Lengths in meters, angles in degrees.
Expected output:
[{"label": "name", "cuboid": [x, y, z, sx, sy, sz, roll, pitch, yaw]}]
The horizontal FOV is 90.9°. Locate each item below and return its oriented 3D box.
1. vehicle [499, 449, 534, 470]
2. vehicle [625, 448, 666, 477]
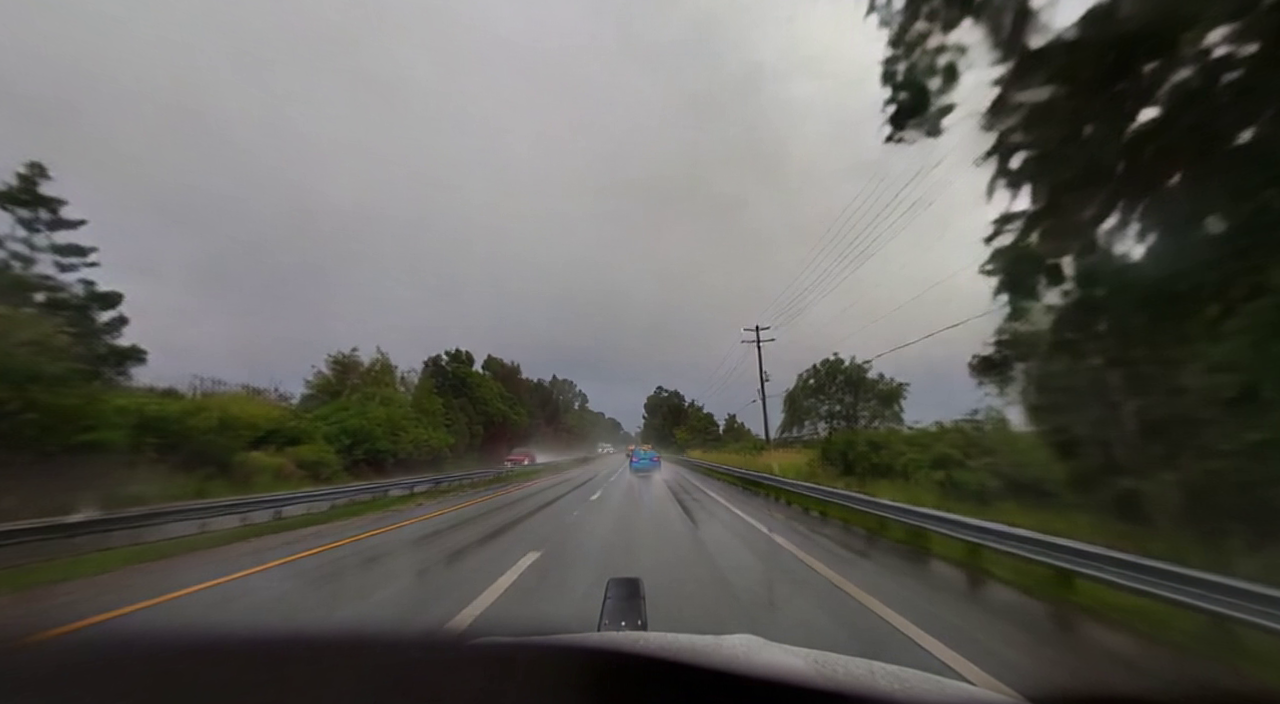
[{"label": "vehicle", "cuboid": [-9.058, 7.893, 46.392, 1.838, 1.480, 3.699, 0, -9, 0]}, {"label": "vehicle", "cuboid": [0.244, 6.002, 34.353, 2.080, 1.486, 3.813, 0, -9, -1]}]
